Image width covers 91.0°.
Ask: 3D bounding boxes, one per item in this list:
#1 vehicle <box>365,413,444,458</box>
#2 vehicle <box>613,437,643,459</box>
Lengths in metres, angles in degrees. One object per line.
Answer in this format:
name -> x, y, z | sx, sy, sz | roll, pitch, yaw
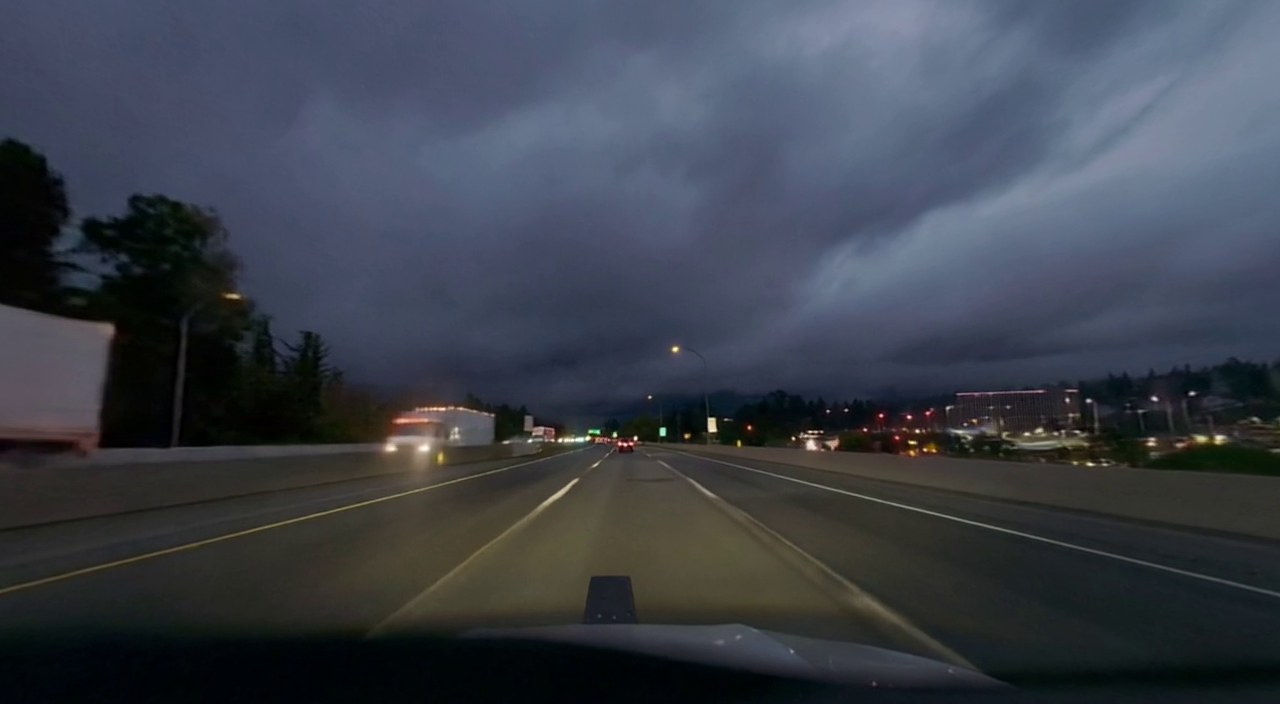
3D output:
vehicle -> -13.096, 4.753, 35.540 | 2.372, 2.286, 5.793 | 0, -8, -2
vehicle -> -0.945, 7.060, 46.402 | 2.099, 1.504, 3.843 | 0, -8, -2
